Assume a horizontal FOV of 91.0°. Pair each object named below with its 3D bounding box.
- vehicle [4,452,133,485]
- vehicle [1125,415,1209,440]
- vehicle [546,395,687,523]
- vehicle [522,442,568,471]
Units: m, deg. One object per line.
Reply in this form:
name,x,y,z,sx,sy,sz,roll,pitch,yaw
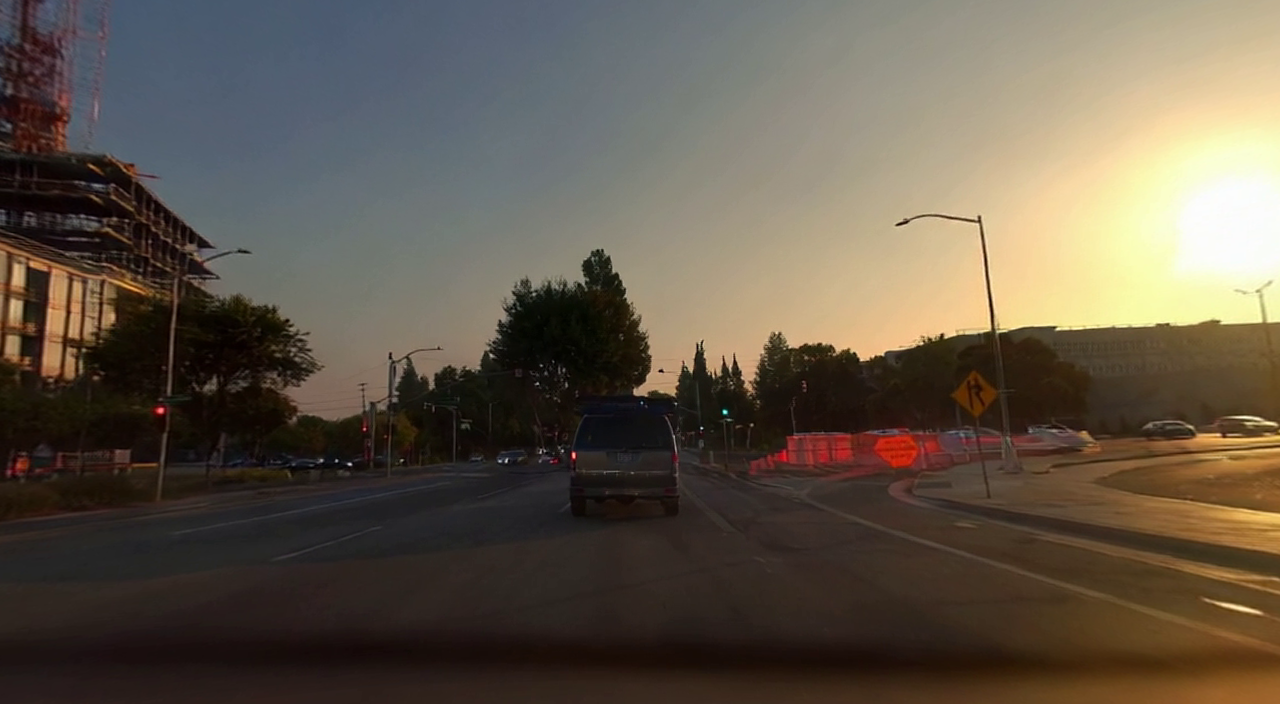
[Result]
vehicle,-36.222,7.386,40.033,5.755,1.945,2.403,0,-8,-1
vehicle,39.311,5.622,47.113,4.556,1.639,2.002,-2,-8,34
vehicle,-0.451,2.222,13.479,2.350,2.122,5.801,0,-8,-1
vehicle,-6.028,6.657,40.416,2.068,1.750,4.361,-1,-8,3
